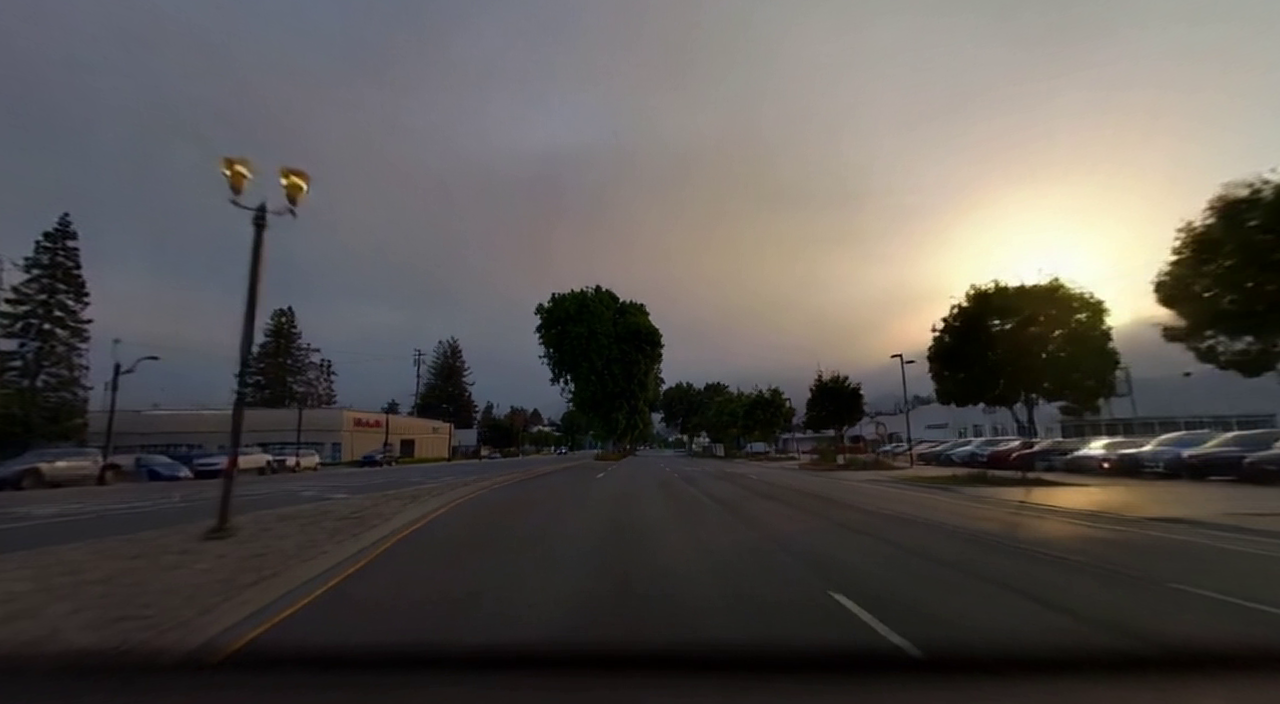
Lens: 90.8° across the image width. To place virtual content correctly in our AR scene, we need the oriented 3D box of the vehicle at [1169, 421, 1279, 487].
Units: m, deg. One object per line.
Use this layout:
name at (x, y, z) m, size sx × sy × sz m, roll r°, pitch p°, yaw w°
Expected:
vehicle at (20.261, 3.176, 19.749) m, size 5.392 × 1.923 × 2.156 m, roll 0°, pitch -9°, yaw 0°

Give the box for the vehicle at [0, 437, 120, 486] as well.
vehicle at (-25.454, 4.615, 26.439) m, size 5.442 × 1.851 × 2.152 m, roll -2°, pitch -9°, yaw 1°
